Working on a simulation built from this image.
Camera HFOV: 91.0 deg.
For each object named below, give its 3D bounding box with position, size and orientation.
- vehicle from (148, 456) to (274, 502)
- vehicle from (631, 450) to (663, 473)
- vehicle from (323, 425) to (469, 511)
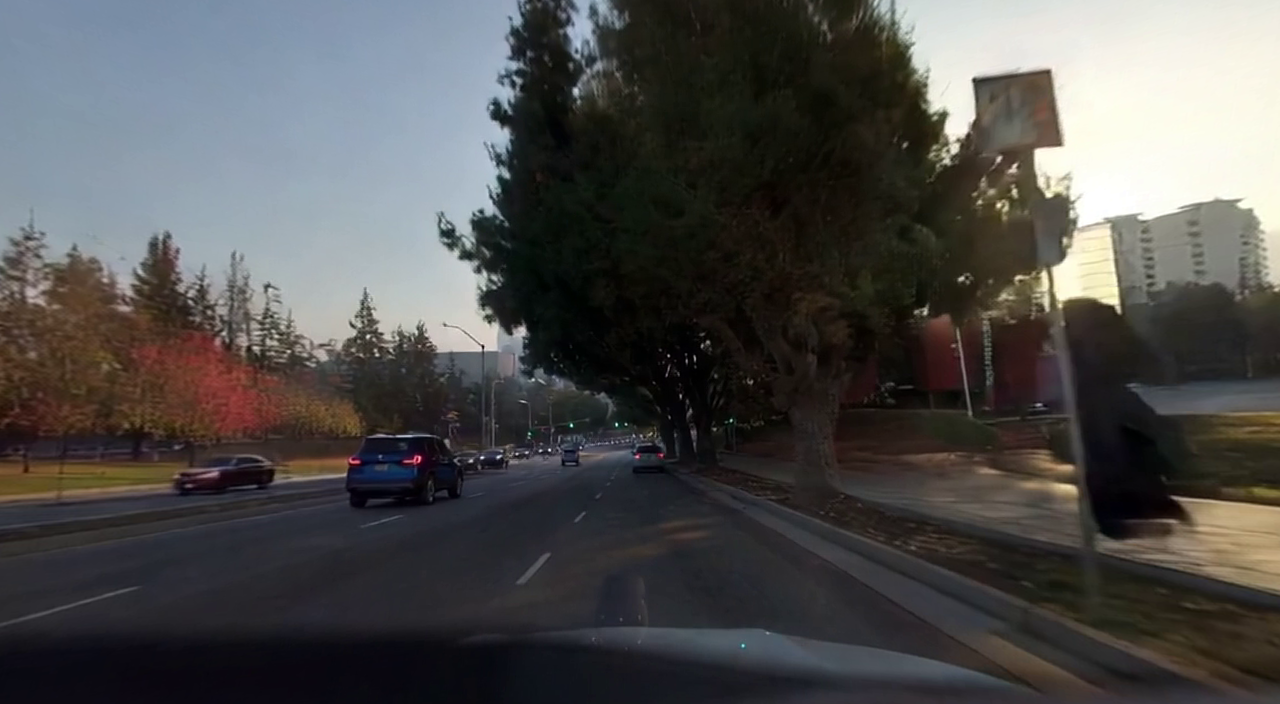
[{"bbox_3d":[-16.059,4.731,23.846,1.914,1.508,4.004,0,-9,0],"label":"vehicle"},{"bbox_3d":[0.413,7.548,43.545,2.091,1.494,3.962,0,-9,-1],"label":"vehicle"},{"bbox_3d":[-6.070,2.924,16.310,2.027,1.908,4.273,0,-9,0],"label":"vehicle"}]
